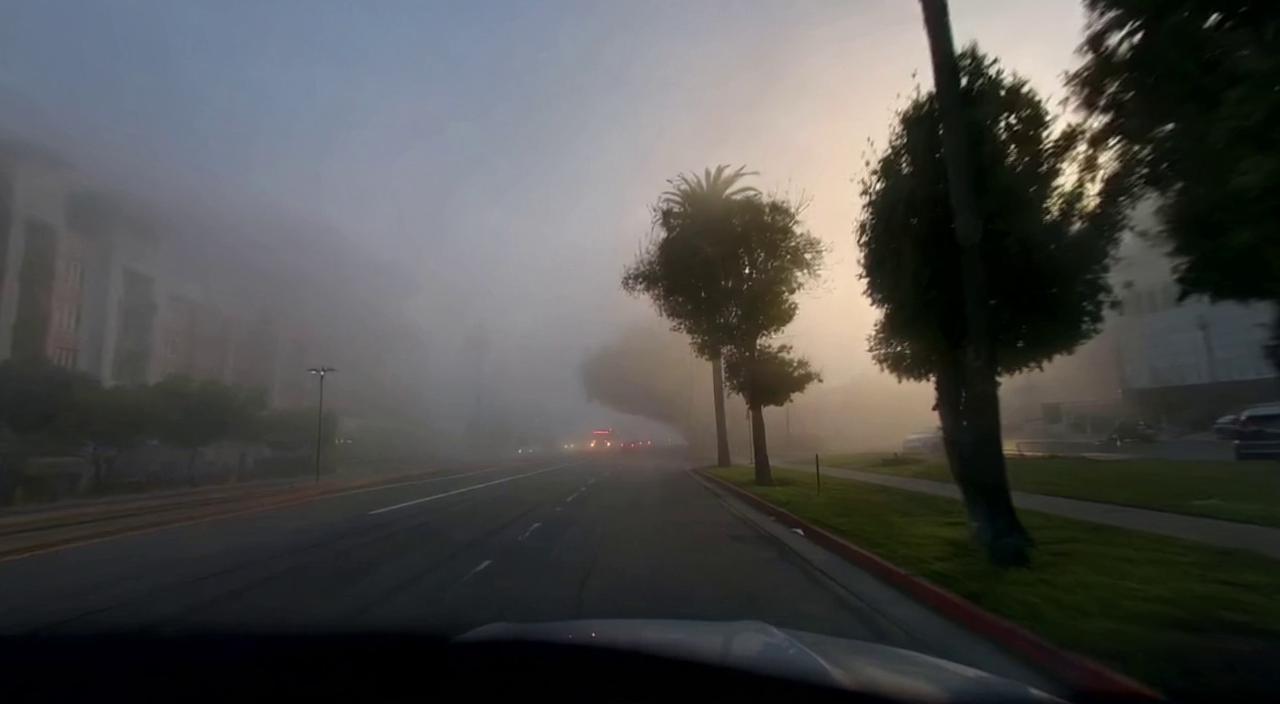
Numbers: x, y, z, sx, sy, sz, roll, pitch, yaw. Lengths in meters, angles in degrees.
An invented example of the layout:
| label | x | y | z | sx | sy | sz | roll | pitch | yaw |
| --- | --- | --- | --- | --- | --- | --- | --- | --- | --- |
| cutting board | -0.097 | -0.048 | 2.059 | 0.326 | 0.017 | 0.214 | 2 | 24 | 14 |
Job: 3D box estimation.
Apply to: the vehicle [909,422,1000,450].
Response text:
| label | x | y | z | sx | sy | sz | roll | pitch | yaw |
| --- | --- | --- | --- | --- | --- | --- | --- | --- | --- |
| vehicle | 16.753 | 4.490 | 33.512 | 3.945 | 1.463 | 1.684 | 1 | -8 | -5 |

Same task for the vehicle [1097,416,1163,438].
| label | x | y | z | sx | sy | sz | roll | pitch | yaw |
| --- | --- | --- | --- | --- | --- | --- | --- | --- | --- |
| vehicle | 37.024 | 5.730 | 47.561 | 1.794 | 1.535 | 4.466 | -1 | -8 | 6 |
